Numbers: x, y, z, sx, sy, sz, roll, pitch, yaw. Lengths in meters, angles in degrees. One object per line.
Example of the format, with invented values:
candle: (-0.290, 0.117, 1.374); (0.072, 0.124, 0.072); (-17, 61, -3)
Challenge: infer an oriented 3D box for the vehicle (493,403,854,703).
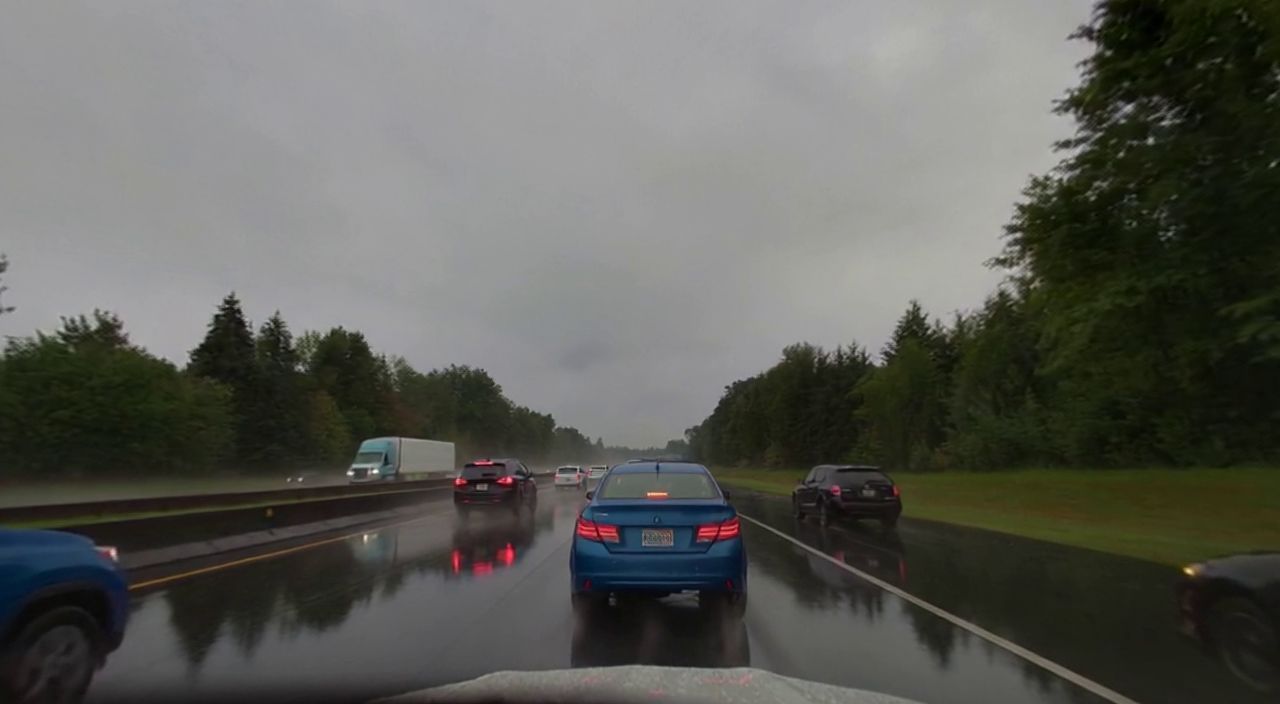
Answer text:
vehicle: (0.172, 1.553, 5.762); (2.057, 1.725, 4.126); (1, -11, -1)

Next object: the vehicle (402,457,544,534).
vehicle: (-3.756, 3.344, 15.134); (1.960, 1.502, 4.593); (0, -11, 2)

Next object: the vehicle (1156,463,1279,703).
vehicle: (4.470, 1.071, 2.101); (1.870, 1.382, 4.287); (1, -11, 1)

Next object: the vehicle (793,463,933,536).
vehicle: (5.129, 3.447, 15.171); (1.978, 1.472, 4.022); (0, -11, 1)

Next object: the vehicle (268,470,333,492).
vehicle: (-24.411, 9.265, 45.444); (1.981, 1.468, 4.519); (0, -11, 3)

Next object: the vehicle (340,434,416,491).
vehicle: (-20.180, 8.607, 48.978); (2.969, 4.038, 5.876); (0, -11, 3)

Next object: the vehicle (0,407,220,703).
vehicle: (-3.910, 0.892, 2.125); (1.994, 1.556, 4.263); (1, -11, 0)
